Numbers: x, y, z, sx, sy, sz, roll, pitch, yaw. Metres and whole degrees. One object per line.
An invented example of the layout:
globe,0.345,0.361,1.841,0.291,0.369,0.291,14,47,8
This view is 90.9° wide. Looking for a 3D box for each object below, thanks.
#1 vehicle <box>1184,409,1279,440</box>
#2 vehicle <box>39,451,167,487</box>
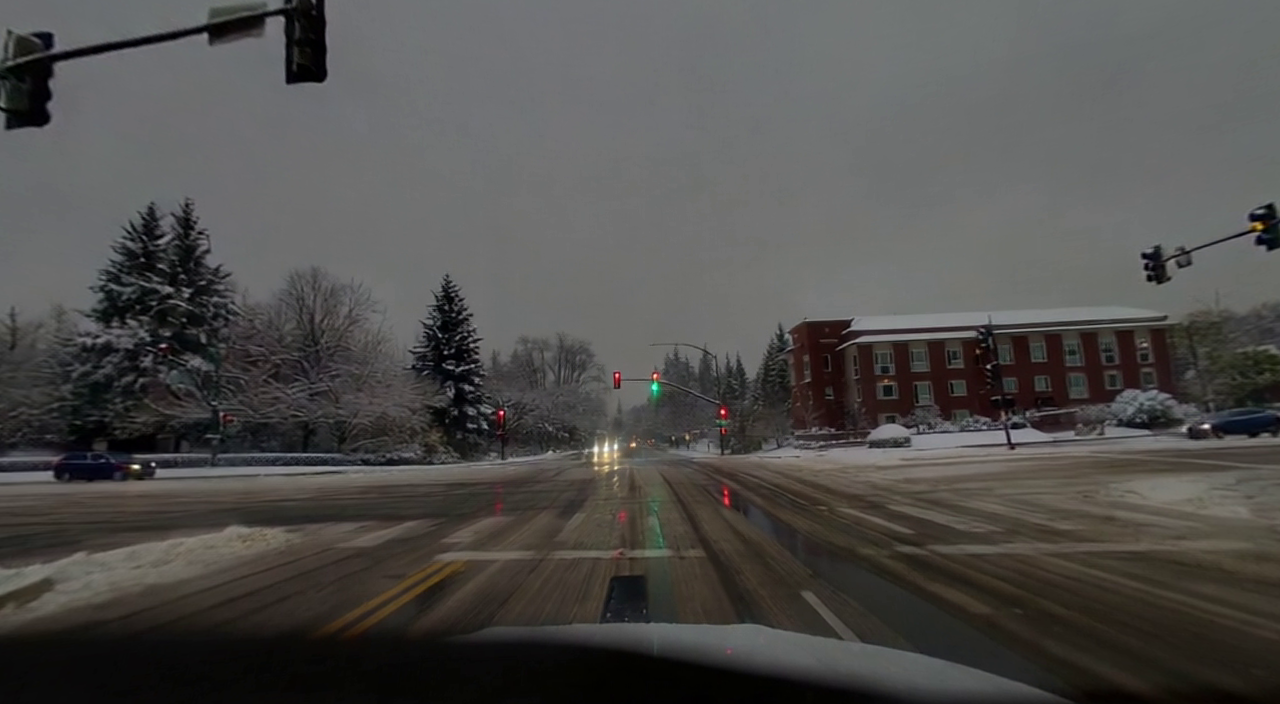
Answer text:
vehicle,33.938,4.105,35.607,4.483,1.691,1.949,0,-8,1
vehicle,-25.163,5.476,29.641,4.332,1.573,1.900,0,-8,3
